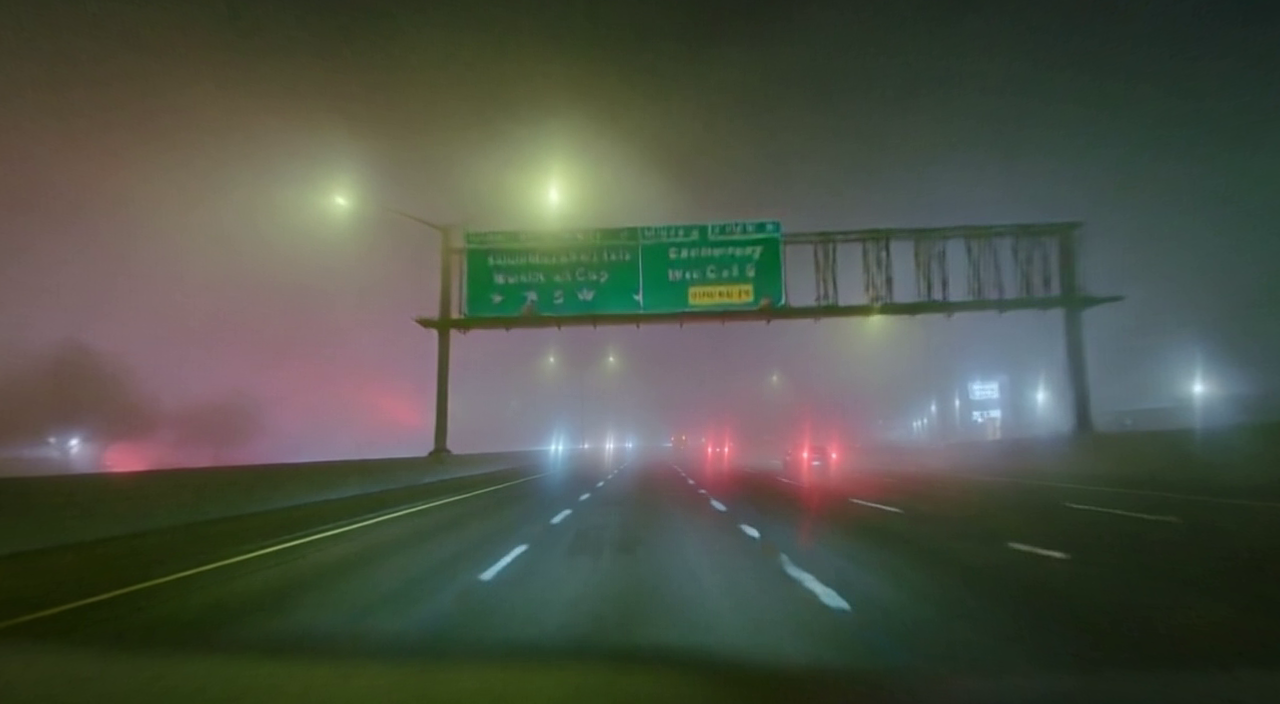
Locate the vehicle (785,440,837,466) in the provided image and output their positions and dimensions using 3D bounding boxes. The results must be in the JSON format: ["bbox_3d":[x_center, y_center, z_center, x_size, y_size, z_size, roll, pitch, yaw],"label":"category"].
[{"bbox_3d":[10.711,6.363,39.886,2.000,1.514,4.585,0,-9,0],"label":"vehicle"}]
